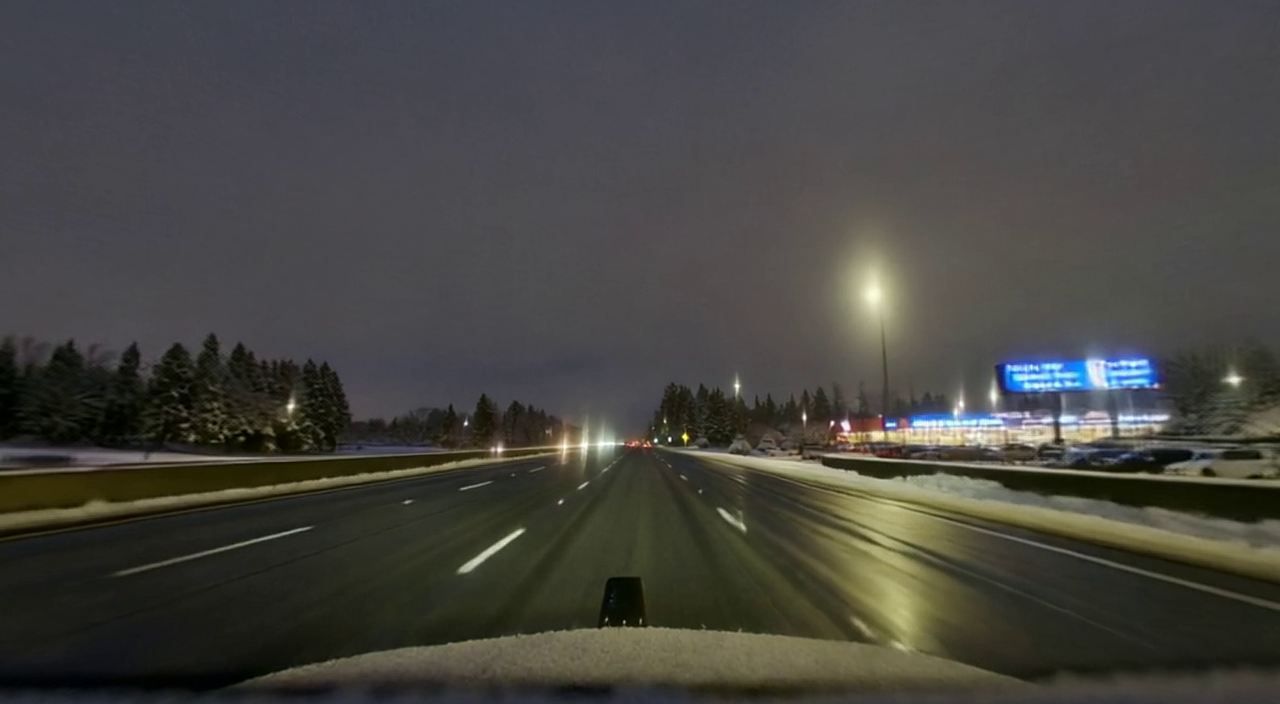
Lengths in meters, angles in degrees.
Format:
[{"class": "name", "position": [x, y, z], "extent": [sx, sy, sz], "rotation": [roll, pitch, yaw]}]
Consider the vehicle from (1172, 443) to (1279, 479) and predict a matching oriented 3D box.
[{"class": "vehicle", "position": [35.942, 6.561, 38.130], "extent": [5.313, 1.880, 2.243], "rotation": [-3, -8, 0]}]

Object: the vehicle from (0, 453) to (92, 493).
[{"class": "vehicle", "position": [-24.977, 4.824, 25.440], "extent": [1.832, 1.443, 4.289], "rotation": [0, -8, 1]}]
